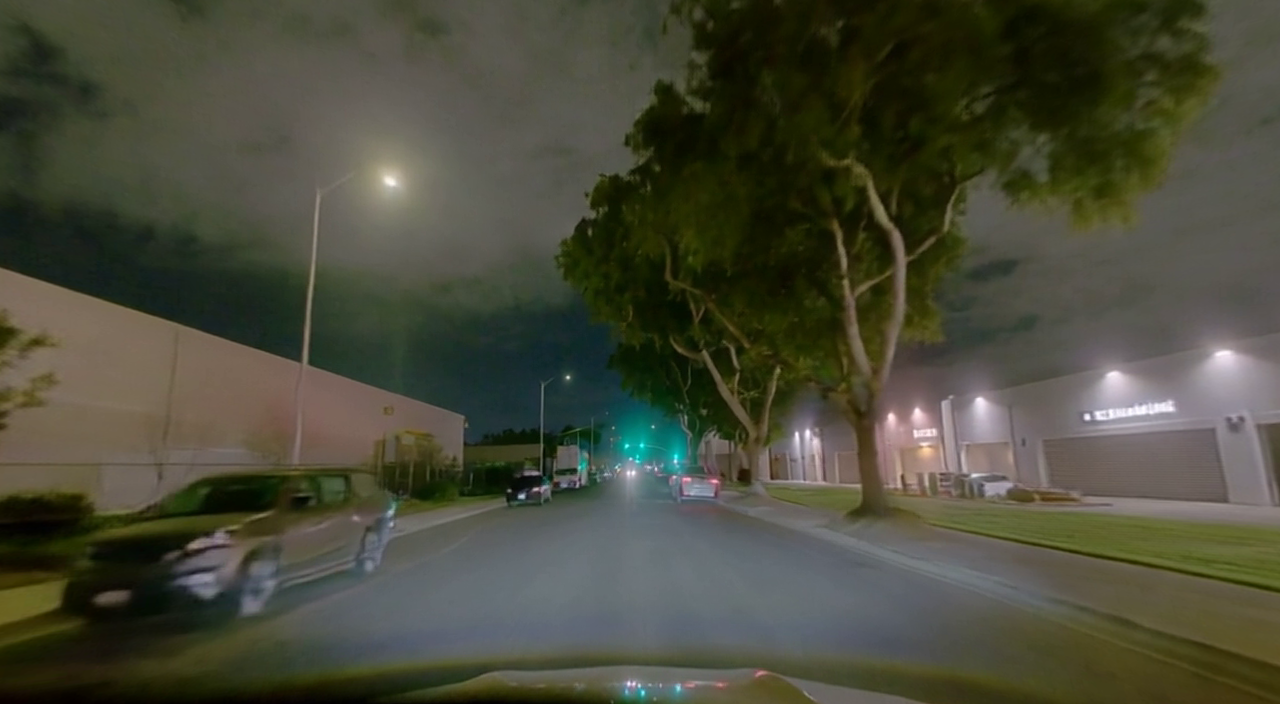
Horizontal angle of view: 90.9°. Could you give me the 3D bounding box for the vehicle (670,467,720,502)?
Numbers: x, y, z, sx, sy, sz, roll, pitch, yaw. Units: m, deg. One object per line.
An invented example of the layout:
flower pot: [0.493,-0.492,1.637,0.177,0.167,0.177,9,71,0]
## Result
vehicle: [2.390,5.912,28.287,1.819,1.446,3.909,1,-11,-1]

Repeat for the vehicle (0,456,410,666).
vehicle: [-4.483,2.024,7.286,1.927,1.580,4.556,-1,-9,0]

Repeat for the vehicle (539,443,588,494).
vehicle: [-4.396,6.905,37.214,2.242,2.726,5.581,1,-11,-1]

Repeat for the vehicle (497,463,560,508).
vehicle: [-4.413,5.347,25.443,1.835,1.625,3.674,1,-11,1]
